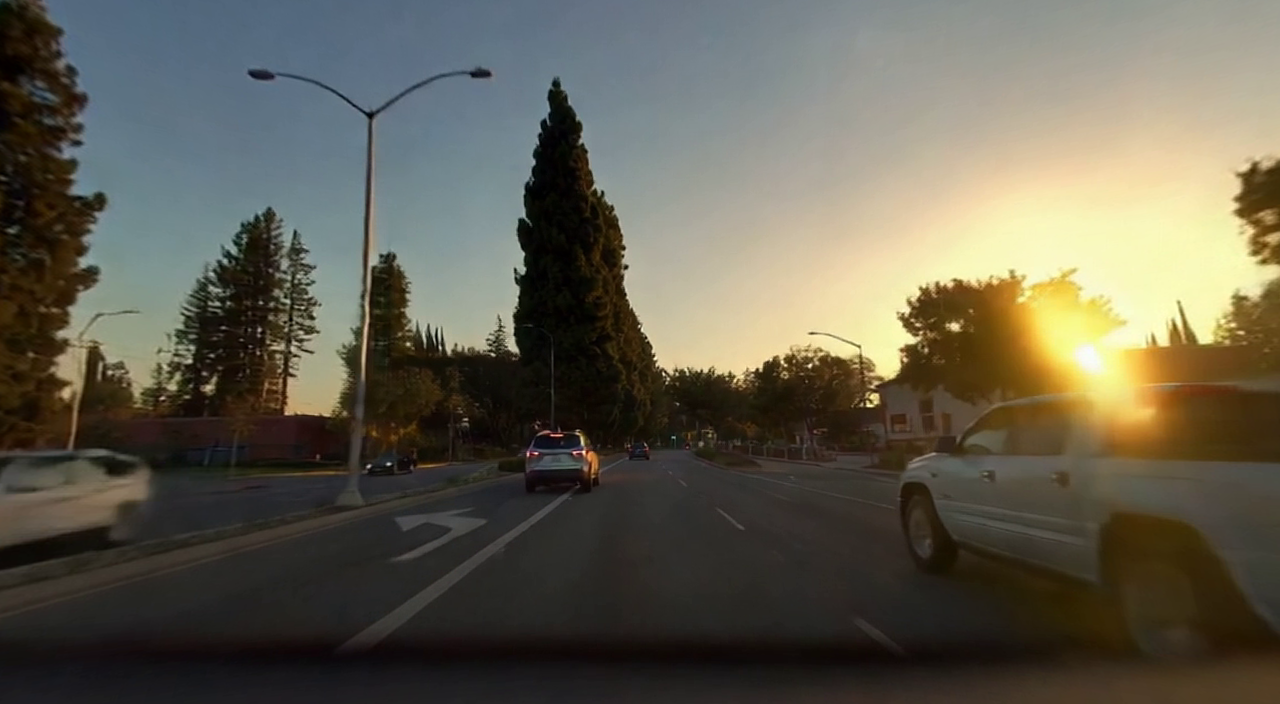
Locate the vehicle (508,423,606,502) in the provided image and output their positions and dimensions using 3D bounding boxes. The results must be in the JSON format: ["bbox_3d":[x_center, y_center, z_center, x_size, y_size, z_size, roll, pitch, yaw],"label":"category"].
[{"bbox_3d":[-2.111,3.004,17.644,2.300,1.870,4.936,0,-8,-3],"label":"vehicle"}]

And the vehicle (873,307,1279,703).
[{"bbox_3d":[3.485,0.953,3.914,2.238,1.767,4.563,0,-8,-1],"label":"vehicle"}]

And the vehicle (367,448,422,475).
[{"bbox_3d":[-17.016,7.592,44.024,2.060,1.769,4.385,0,-8,0],"label":"vehicle"}]

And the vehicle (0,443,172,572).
[{"bbox_3d":[-8.884,2.038,8.599,2.001,1.579,3.930,0,-8,0],"label":"vehicle"}]
